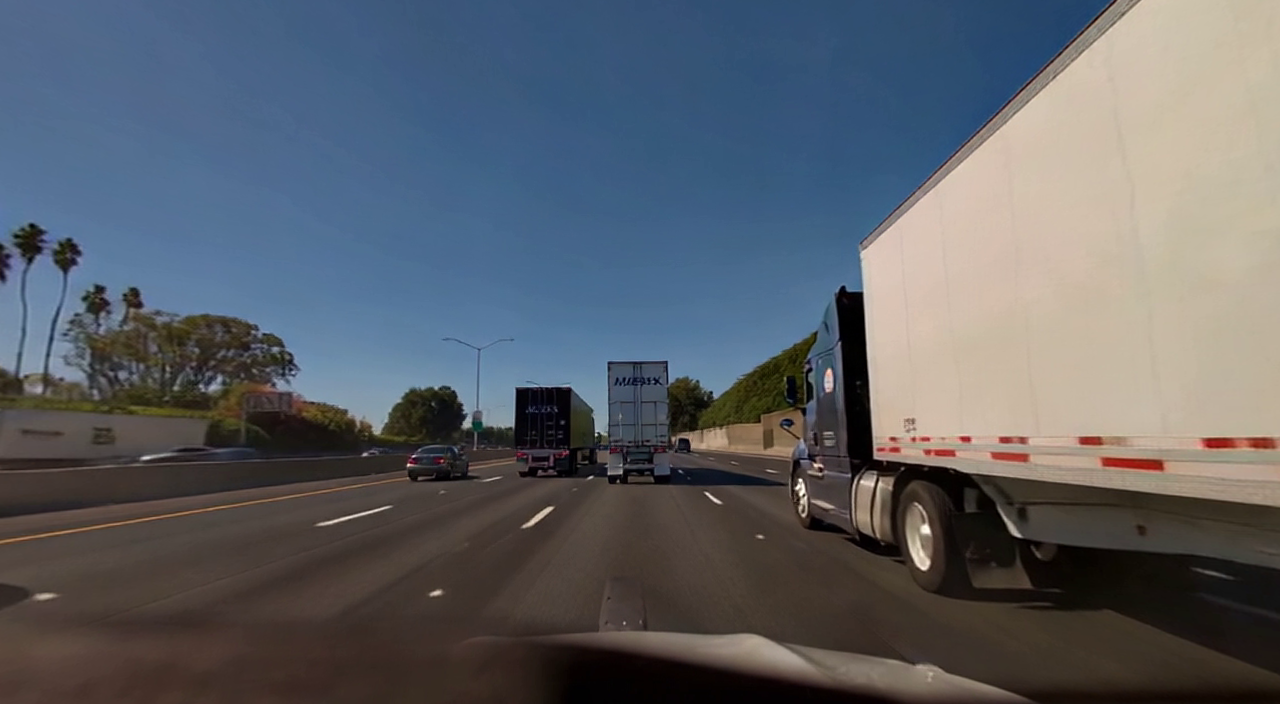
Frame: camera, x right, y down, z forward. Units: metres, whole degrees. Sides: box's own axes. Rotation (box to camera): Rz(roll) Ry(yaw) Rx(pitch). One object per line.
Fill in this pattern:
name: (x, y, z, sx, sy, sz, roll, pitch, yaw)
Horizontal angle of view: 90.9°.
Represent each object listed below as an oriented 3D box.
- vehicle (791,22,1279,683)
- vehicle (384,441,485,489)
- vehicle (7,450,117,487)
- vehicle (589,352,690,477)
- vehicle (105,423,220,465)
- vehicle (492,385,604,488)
vehicle: (4.138, 0.347, 7.204, 3.066, 3.991, 6.942, 0, -8, 1)
vehicle: (-6.900, 3.810, 21.711, 1.916, 1.465, 4.451, 0, -8, 1)
vehicle: (-24.516, 4.913, 26.894, 1.495, 1.363, 3.346, -2, -8, 1)
vehicle: (-0.002, 3.370, 28.729, 3.097, 3.856, 18.209, -1, -9, 0)
vehicle: (-31.554, 6.125, 42.015, 2.618, 2.576, 6.182, -1, -8, 2)
vehicle: (-3.226, 3.462, 25.511, 2.786, 3.228, 11.082, 0, -8, 0)
